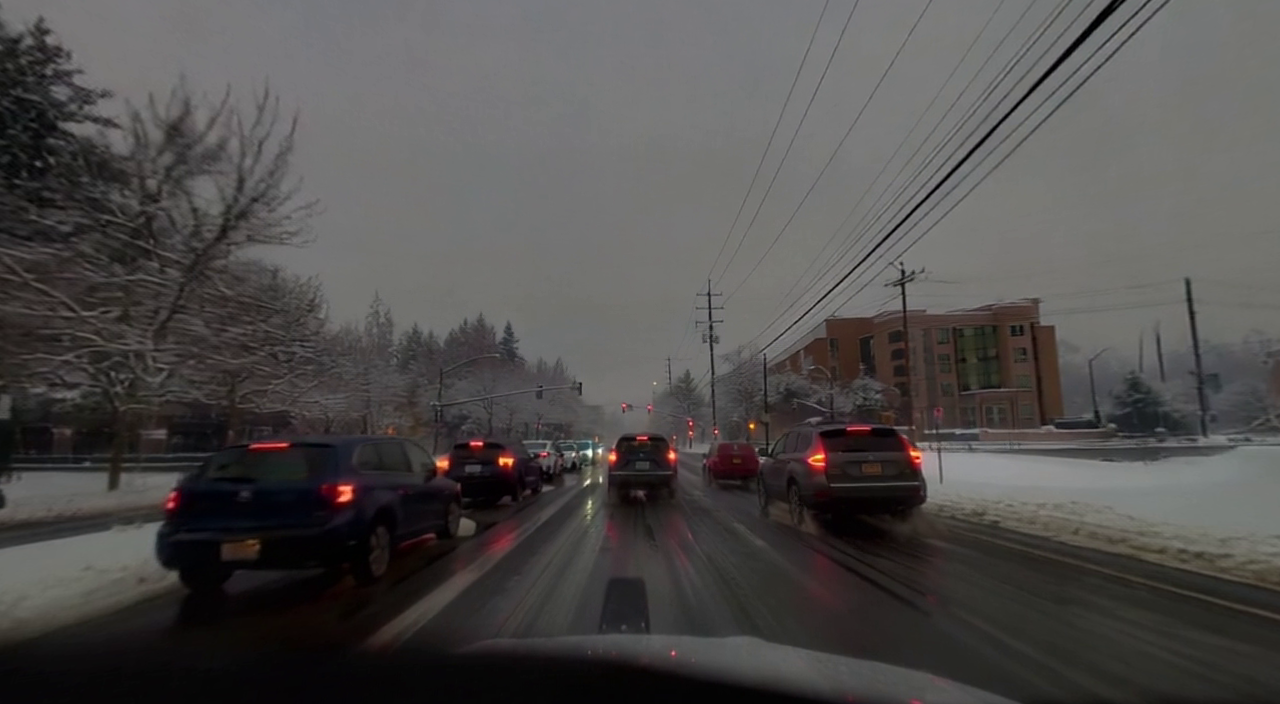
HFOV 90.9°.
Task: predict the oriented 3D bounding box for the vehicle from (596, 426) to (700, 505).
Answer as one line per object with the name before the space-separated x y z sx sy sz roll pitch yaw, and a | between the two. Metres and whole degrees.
vehicle | 0.150 2.706 15.415 2.200 1.653 4.127 0 -8 0

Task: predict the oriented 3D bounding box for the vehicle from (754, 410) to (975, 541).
vehicle | 3.399 1.977 10.688 2.024 1.711 4.512 0 -8 0

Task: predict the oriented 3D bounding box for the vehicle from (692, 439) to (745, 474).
vehicle | 3.644 4.928 29.974 1.880 1.503 4.130 0 -8 -1

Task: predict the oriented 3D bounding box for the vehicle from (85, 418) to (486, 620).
vehicle | -3.221 1.592 7.099 2.104 1.488 4.546 0 -8 -4
